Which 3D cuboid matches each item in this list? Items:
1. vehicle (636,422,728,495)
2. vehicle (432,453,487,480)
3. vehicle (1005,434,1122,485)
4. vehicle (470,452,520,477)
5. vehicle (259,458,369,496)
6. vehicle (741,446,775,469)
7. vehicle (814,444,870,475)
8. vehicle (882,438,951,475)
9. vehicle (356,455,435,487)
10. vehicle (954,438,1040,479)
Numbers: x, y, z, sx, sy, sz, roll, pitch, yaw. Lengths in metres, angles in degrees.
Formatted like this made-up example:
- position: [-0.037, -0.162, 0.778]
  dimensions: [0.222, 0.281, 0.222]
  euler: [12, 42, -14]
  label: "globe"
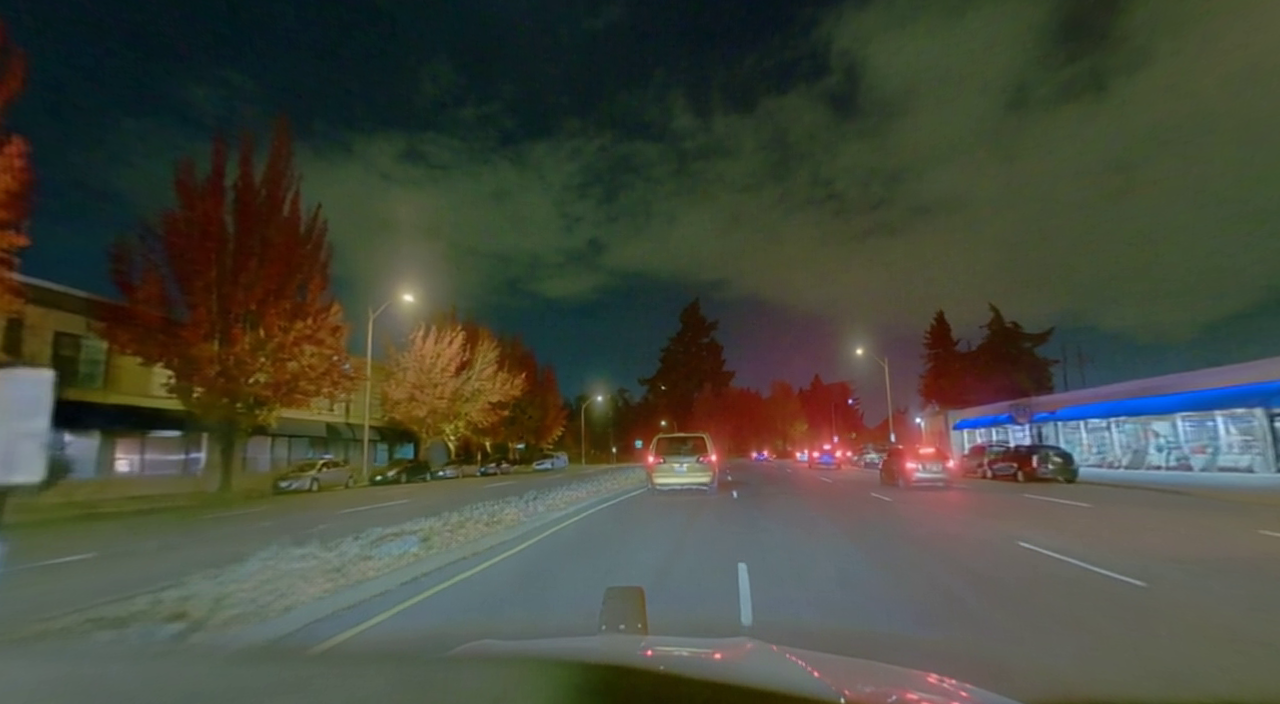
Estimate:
- position: [1.404, 3.137, 18.914]
  dimensions: [2.344, 1.863, 4.665]
  euler: [-1, -8, 8]
  label: "vehicle"
- position: [-11.520, 7.336, 40.533]
  dimensions: [1.947, 1.558, 4.065]
  euler: [-1, -8, 6]
  label: "vehicle"
- position: [16.019, 4.078, 24.162]
  dimensions: [2.076, 1.759, 3.970]
  euler: [-1, -8, 8]
  label: "vehicle"
- position: [-10.541, 8.202, 46.172]
  dimensions: [1.921, 1.621, 4.930]
  euler: [-1, -8, 7]
  label: "vehicle"
- position: [-13.542, 5.186, 26.513]
  dimensions: [1.797, 1.351, 4.300]
  euler: [-2, -8, 9]
  label: "vehicle"
- position: [8.915, 7.961, 47.859]
  dimensions: [2.249, 1.621, 3.978]
  euler: [-1, -8, 7]
  label: "vehicle"
- position: [10.256, 5.442, 32.319]
  dimensions: [1.886, 1.464, 4.290]
  euler: [-1, -8, 7]
  label: "vehicle"
- position: [14.094, 5.331, 32.416]
  dimensions: [2.040, 1.738, 4.414]
  euler: [-1, -8, 7]
  label: "vehicle"
- position: [-12.521, 6.113, 32.621]
  dimensions: [1.877, 1.445, 4.436]
  euler: [-1, -8, 7]
  label: "vehicle"
- position: [16.651, 4.944, 29.684]
  dimensions: [1.938, 1.755, 4.415]
  euler: [-1, -8, 8]
  label: "vehicle"
